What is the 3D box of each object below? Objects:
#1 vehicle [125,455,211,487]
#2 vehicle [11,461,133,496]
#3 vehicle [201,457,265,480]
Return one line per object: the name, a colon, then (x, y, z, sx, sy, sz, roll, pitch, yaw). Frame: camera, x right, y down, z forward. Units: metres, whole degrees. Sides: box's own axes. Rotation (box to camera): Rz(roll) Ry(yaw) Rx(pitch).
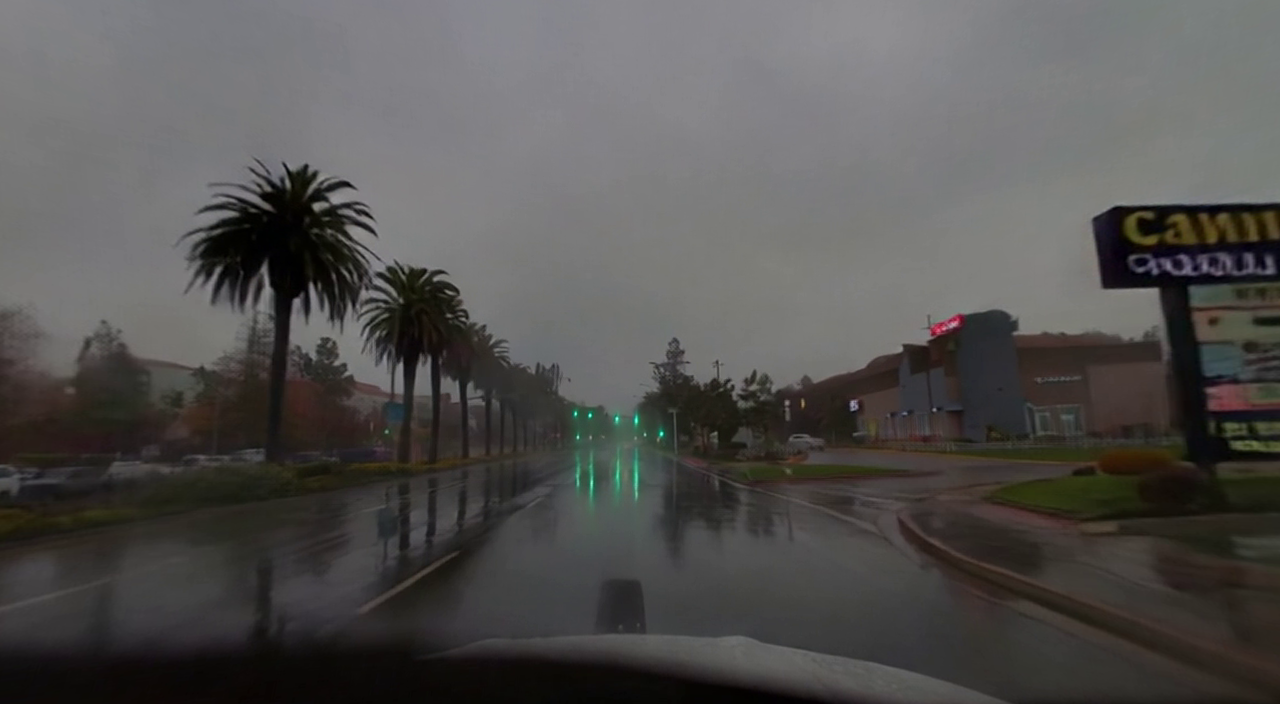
vehicle: (-27.795, 6.984, 37.381, 1.938, 1.667, 4.364, 0, -9, -4)
vehicle: (-27.622, 6.155, 30.970, 1.807, 1.446, 4.605, 0, -9, -2)
vehicle: (-28.082, 8.037, 43.778, 1.771, 1.494, 4.088, 0, -9, -1)
